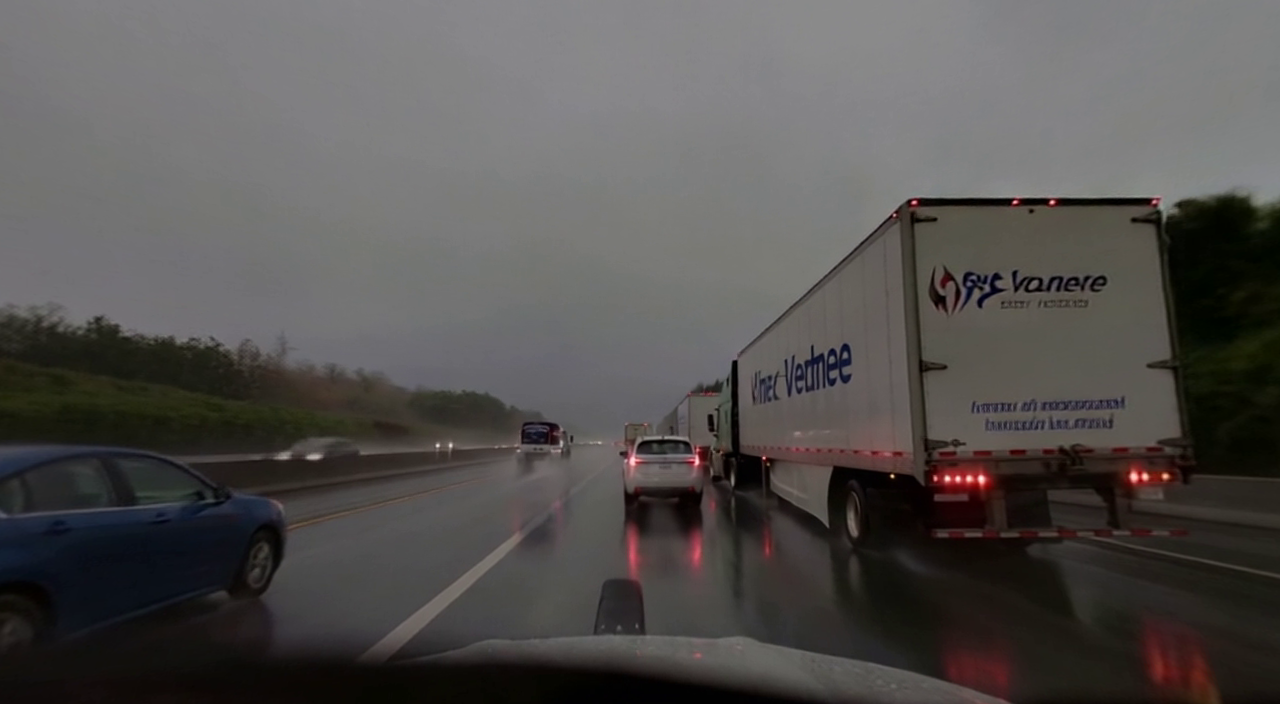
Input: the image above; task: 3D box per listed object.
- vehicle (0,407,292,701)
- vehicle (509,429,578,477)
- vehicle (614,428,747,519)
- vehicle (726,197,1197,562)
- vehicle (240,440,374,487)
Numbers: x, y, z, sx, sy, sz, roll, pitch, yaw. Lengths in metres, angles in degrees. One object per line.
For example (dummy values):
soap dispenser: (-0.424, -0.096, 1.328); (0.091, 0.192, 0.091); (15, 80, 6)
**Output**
vehicle: (-4.321, 1.072, 3.514); (2.100, 1.491, 4.676); (0, -8, 0)
vehicle: (-3.704, 3.940, 24.990); (2.006, 1.729, 4.447); (0, -8, 0)
vehicle: (0.610, 2.305, 12.599); (2.200, 1.495, 4.282); (0, -8, -2)
vehicle: (4.454, 1.203, 14.154); (2.883, 4.070, 14.423); (0, -8, -1)
vehicle: (-11.283, 3.766, 21.833); (2.037, 1.397, 4.817); (0, -8, 0)
